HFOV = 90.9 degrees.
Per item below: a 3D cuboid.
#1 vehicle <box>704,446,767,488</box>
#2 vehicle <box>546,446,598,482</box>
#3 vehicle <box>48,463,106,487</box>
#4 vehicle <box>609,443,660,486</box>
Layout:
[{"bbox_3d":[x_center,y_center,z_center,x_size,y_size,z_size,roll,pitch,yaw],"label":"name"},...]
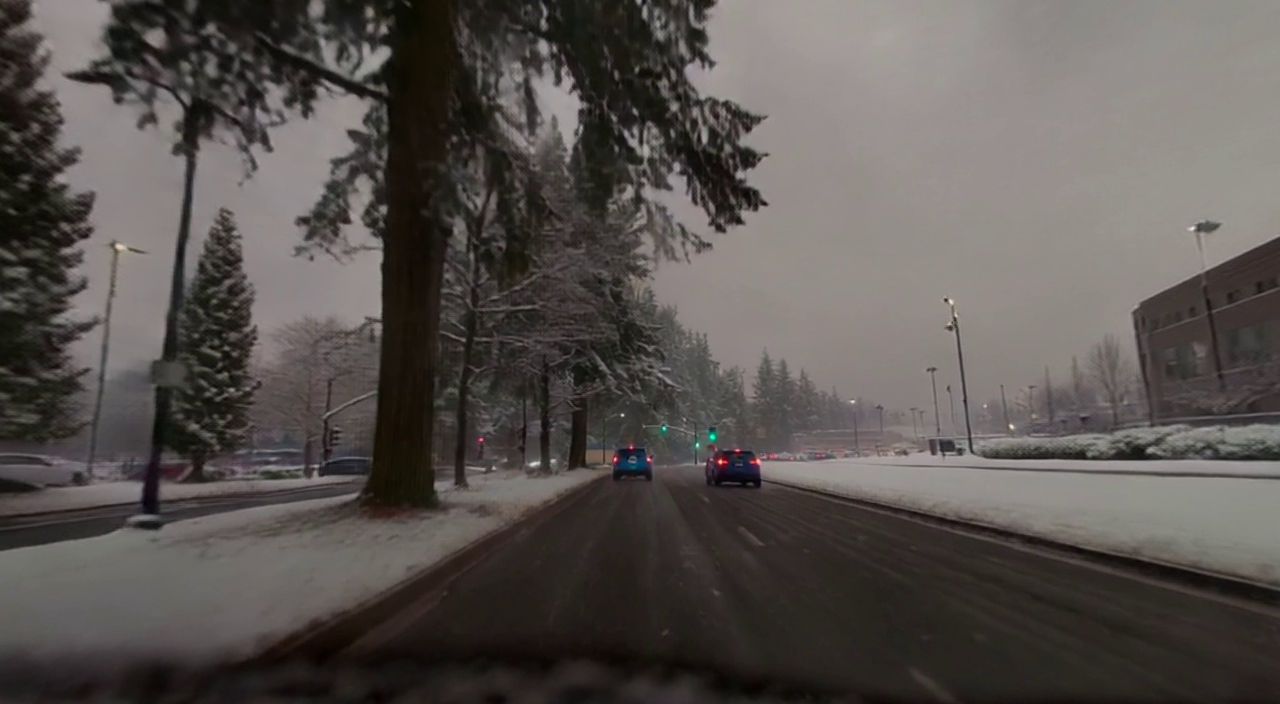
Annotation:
[{"bbox_3d":[3.749,4.577,25.484,1.847,1.554,4.052,0,-9,-1],"label":"vehicle"},{"bbox_3d":[-3.484,5.811,32.986,2.047,1.710,4.314,0,-9,2],"label":"vehicle"},{"bbox_3d":[-37.986,8.268,42.649,1.752,1.396,4.340,5,-10,-26],"label":"vehicle"},{"bbox_3d":[-0.189,4.783,27.174,2.022,1.700,4.084,0,-9,0],"label":"vehicle"}]
